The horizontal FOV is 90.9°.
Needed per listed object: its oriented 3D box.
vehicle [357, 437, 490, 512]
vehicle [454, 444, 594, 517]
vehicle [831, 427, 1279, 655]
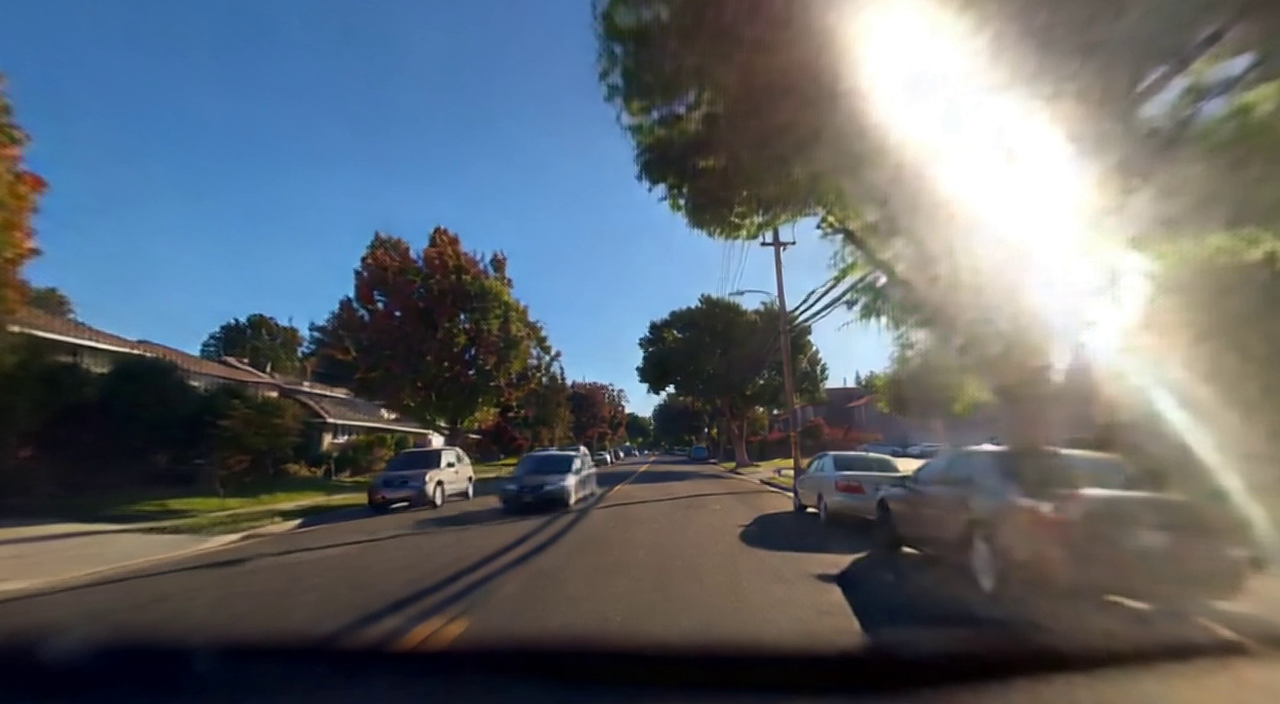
[{"bbox_3d":[-5.861,3.322,17.690,2.027,1.695,4.437,-4,-8,2],"label":"vehicle"},{"bbox_3d":[-2.519,2.937,15.024,2.079,1.441,4.541,-1,-8,6],"label":"vehicle"},{"bbox_3d":[3.597,1.590,6.529,2.014,1.482,4.599,0,-8,3],"label":"vehicle"}]
